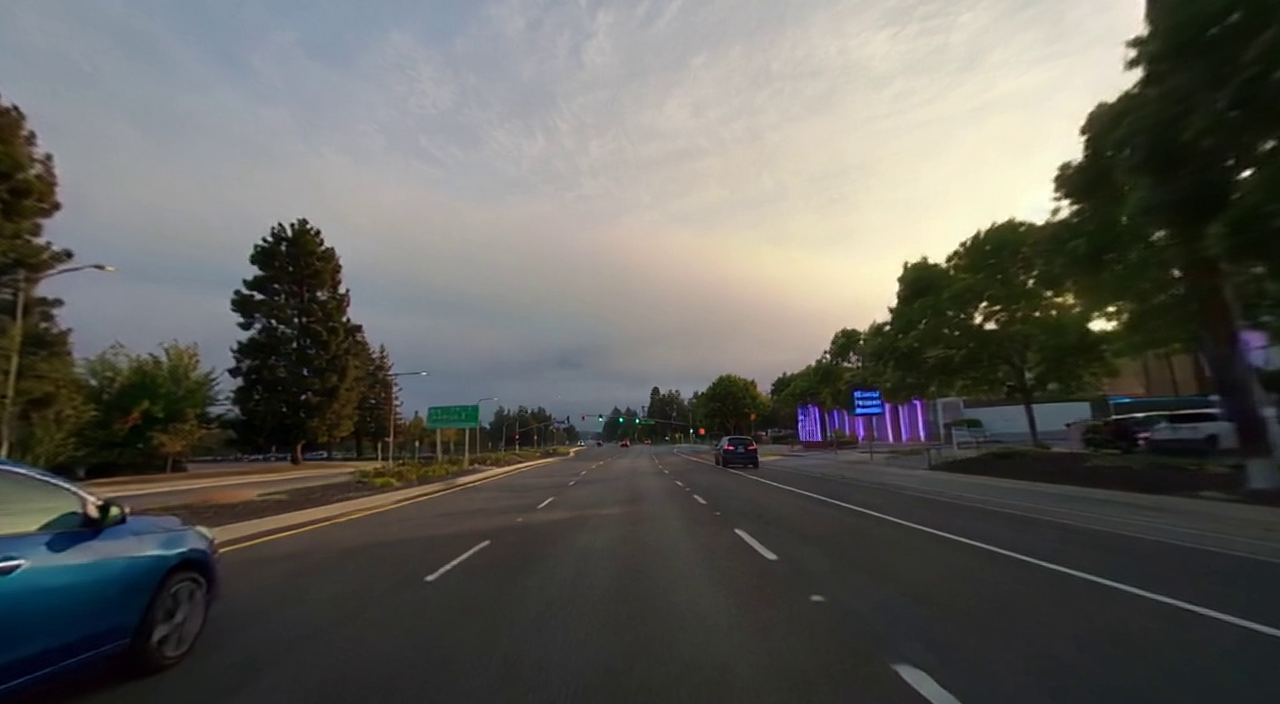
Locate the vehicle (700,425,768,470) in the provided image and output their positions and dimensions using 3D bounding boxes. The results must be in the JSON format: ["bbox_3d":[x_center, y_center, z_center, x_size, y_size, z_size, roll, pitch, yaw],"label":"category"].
[{"bbox_3d":[4.545,4.756,31.538,2.476,2.016,5.586,0,-8,-1],"label":"vehicle"}]

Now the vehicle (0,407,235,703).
[{"bbox_3d":[-3.908,0.915,2.295,2.017,1.470,4.293,0,-8,0],"label":"vehicle"}]
